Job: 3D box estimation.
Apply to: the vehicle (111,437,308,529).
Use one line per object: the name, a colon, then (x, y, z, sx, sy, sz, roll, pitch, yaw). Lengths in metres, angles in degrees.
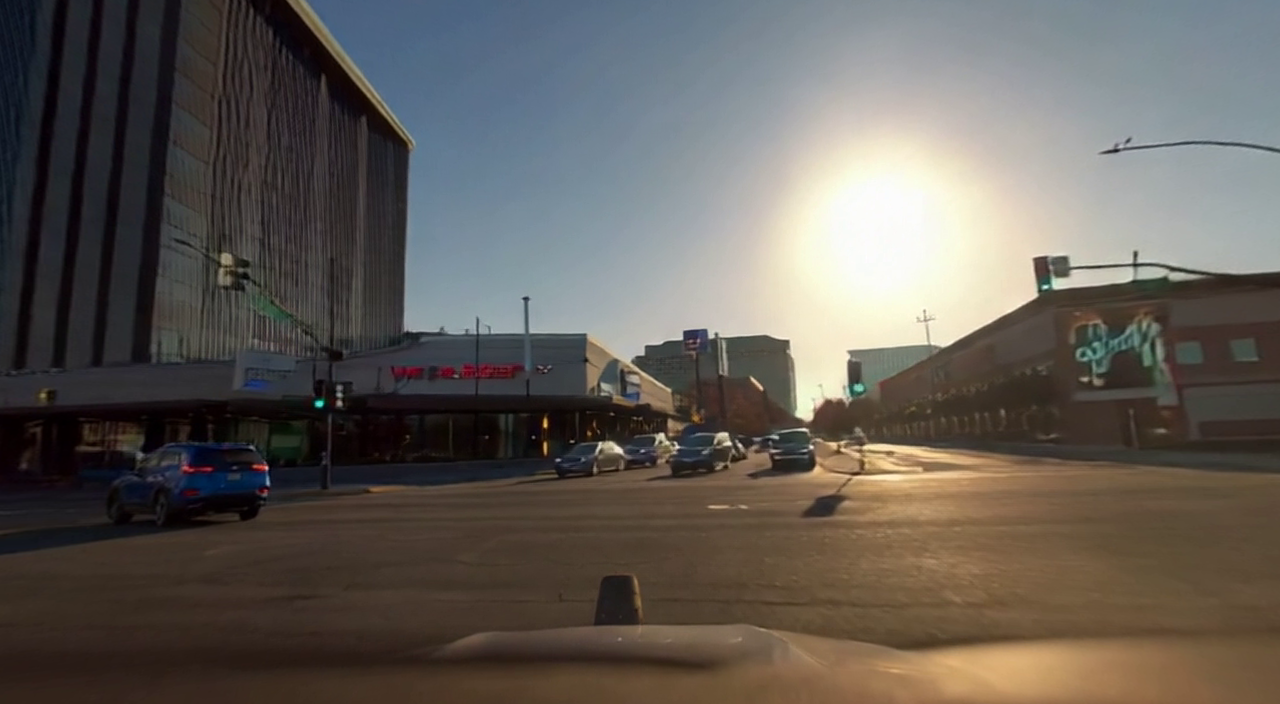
vehicle: (-9.932, 2.898, 14.520, 4.445, 1.762, 2.238, -7, -11, 36)

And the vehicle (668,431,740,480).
vehicle: (2.752, 4.227, 26.024, 2.162, 1.788, 4.602, -3, -9, 15)

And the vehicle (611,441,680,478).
vehicle: (0.340, 4.930, 29.174, 2.163, 1.529, 4.210, -3, -9, 15)

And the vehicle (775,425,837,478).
vehicle: (6.742, 4.075, 26.067, 2.160, 1.948, 4.784, -3, -9, 12)

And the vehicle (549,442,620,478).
vehicle: (-2.593, 5.207, 30.674, 2.005, 1.596, 4.342, -3, -9, 16)
